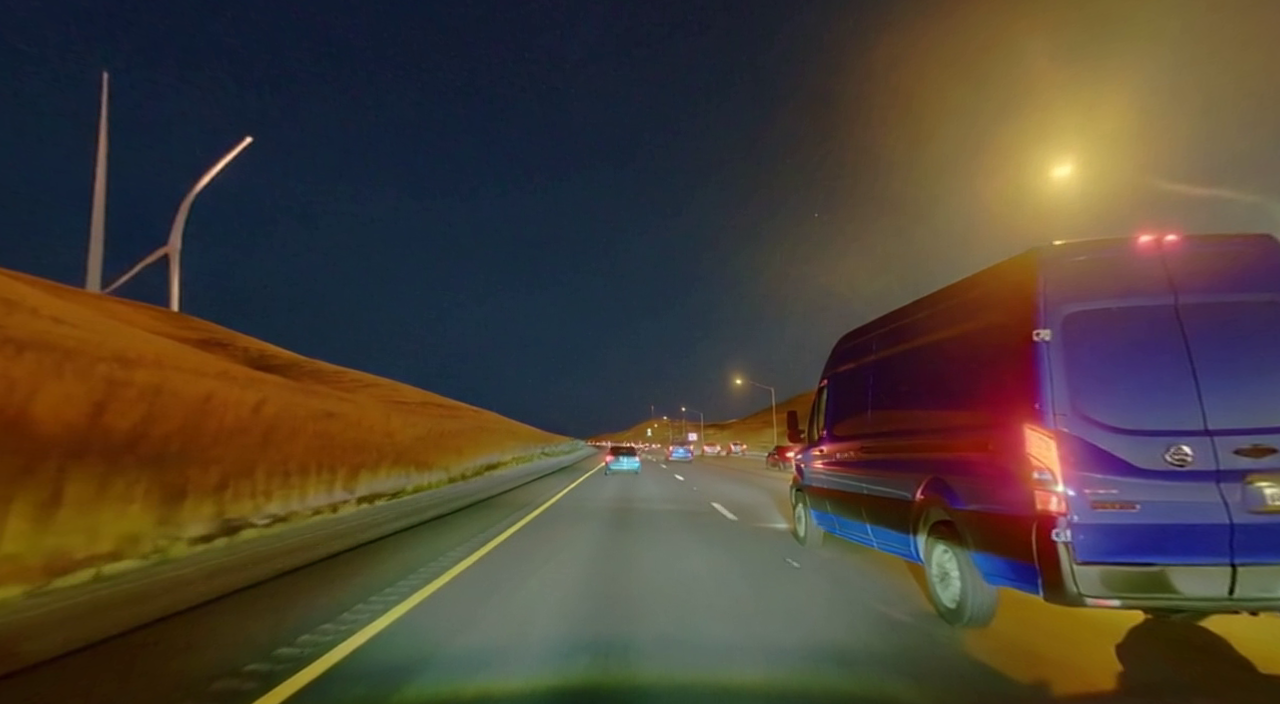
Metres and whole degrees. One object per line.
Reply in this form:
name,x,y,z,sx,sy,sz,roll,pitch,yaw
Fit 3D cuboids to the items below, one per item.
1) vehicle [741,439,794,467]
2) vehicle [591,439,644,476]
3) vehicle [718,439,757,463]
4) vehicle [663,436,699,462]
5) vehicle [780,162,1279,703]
vehicle,6.940,5.554,34.912,1.858,1.475,4.421,0,-8,-2
vehicle,-0.893,4.399,26.572,2.082,1.445,3.826,0,-8,0
vehicle,6.480,6.644,42.588,1.850,1.475,4.460,0,-8,-1
vehicle,2.744,6.629,43.283,2.108,1.717,3.996,0,-8,-2
vehicle,3.122,0.825,5.658,2.365,2.630,5.754,0,-8,0
